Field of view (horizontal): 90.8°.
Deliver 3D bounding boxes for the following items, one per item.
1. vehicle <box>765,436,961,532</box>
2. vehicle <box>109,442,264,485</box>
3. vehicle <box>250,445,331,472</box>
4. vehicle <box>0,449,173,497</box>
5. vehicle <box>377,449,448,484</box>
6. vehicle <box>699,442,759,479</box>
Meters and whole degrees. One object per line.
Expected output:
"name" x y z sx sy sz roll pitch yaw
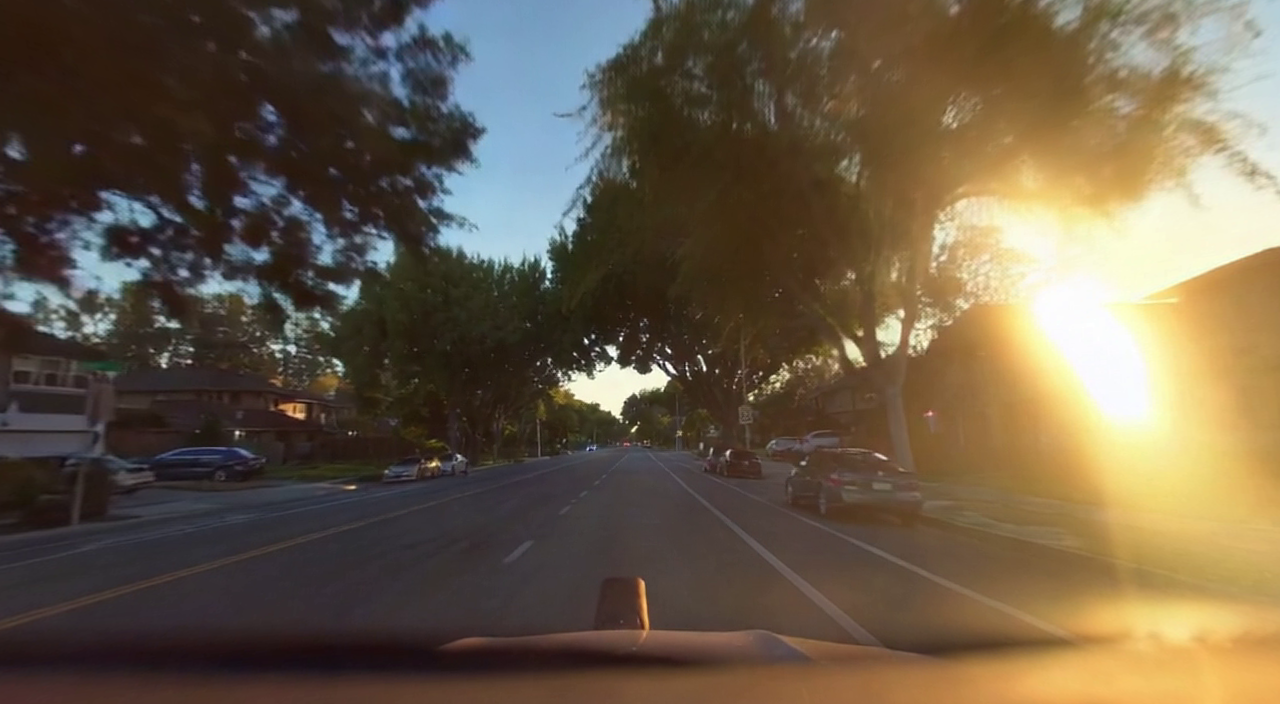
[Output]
"vehicle" 4.090 2.485 12.593 1.997 1.510 4.555 0 -8 -4
"vehicle" -20.059 4.924 28.144 5.216 1.780 2.045 0 -9 -1
"vehicle" -23.798 7.239 43.159 4.304 1.755 2.047 0 -8 -1
"vehicle" -19.230 4.150 21.900 4.446 1.534 2.018 -1 -9 2
"vehicle" -10.971 5.515 30.770 1.895 1.551 4.229 -1 -8 0
"vehicle" 3.947 4.903 28.884 2.002 1.493 4.652 0 -8 -1
